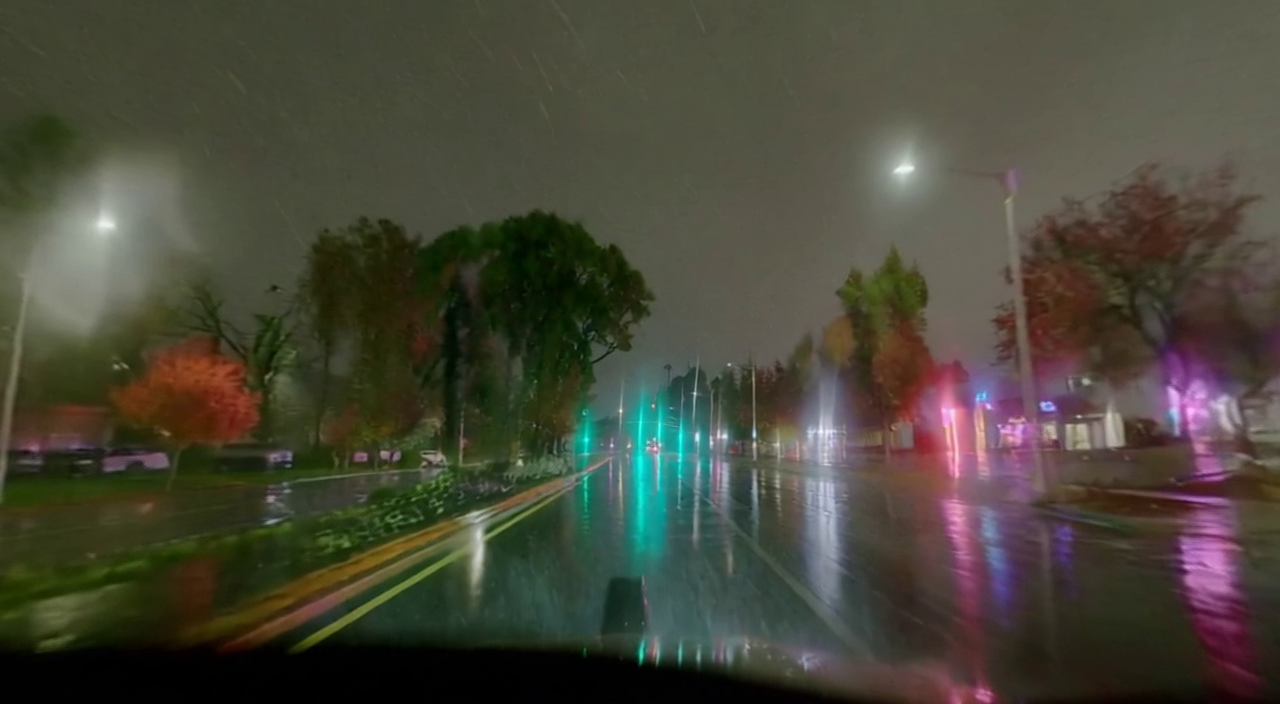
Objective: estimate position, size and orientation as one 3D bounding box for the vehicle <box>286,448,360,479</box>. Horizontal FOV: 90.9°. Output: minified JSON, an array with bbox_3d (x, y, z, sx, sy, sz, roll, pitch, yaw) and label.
[{"bbox_3d":[-18.882,6.632,37.867,1.939,1.698,4.778,0,-8,0],"label":"vehicle"}]

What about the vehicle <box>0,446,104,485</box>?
[{"bbox_3d":[-26.442,4.886,27.334,4.460,1.578,2.024,0,-8,1],"label":"vehicle"}]

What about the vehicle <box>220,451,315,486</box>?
[{"bbox_3d":[-18.762,5.854,32.056,1.964,1.618,4.622,0,-8,1],"label":"vehicle"}]

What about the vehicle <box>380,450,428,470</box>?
[{"bbox_3d":[-18.497,8.469,49.563,1.916,1.454,4.628,0,-8,1],"label":"vehicle"}]

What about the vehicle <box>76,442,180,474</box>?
[{"bbox_3d":[-27.390,5.677,33.823,3.882,1.599,1.725,1,-9,-4],"label":"vehicle"}]
